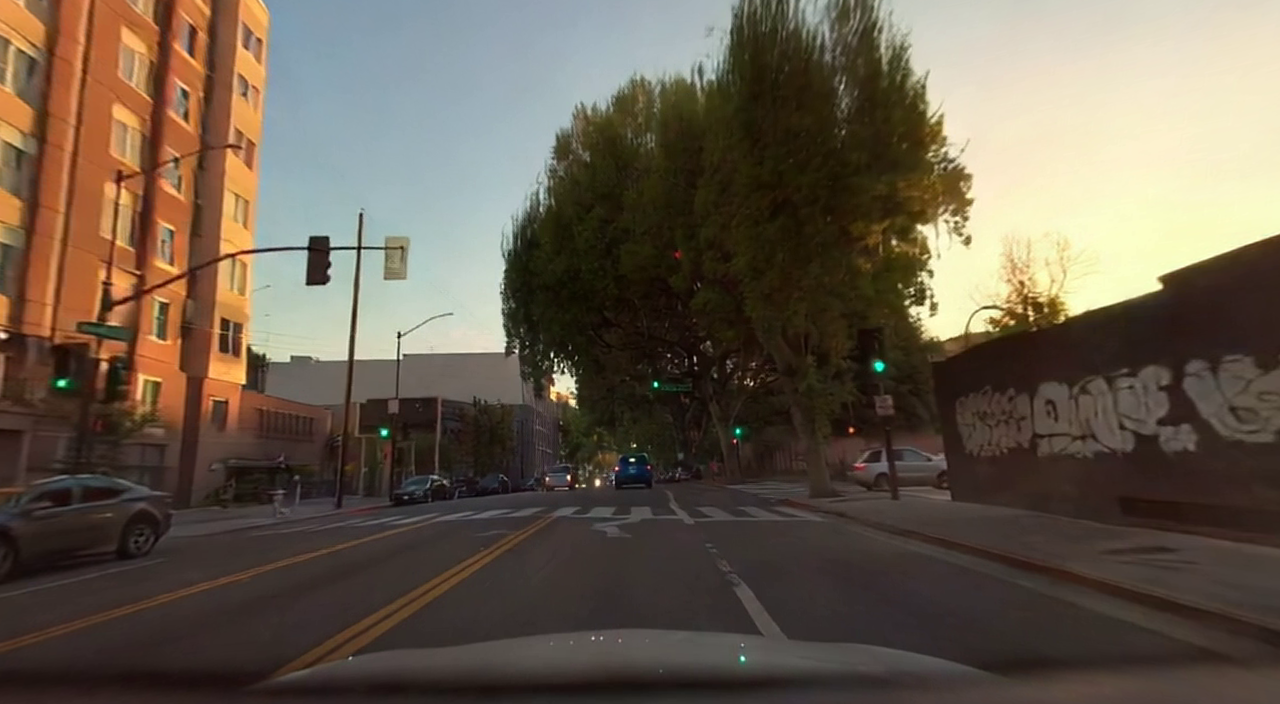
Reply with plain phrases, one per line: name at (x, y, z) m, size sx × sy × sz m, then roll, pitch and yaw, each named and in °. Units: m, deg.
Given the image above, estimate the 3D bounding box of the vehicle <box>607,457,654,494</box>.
vehicle at (-0.431, 6.012, 31.143) m, size 2.166 × 1.579 × 4.300 m, roll 0°, pitch -8°, yaw 0°

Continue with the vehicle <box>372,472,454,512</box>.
vehicle at (-10.359, 6.409, 29.246) m, size 2.070 × 1.476 × 4.508 m, roll 0°, pitch -8°, yaw 1°

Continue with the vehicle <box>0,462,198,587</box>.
vehicle at (-10.669, 3.003, 11.251) m, size 2.199 × 1.717 × 4.888 m, roll -5°, pitch -8°, yaw -1°

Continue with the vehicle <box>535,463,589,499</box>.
vehicle at (-3.885, 6.539, 32.248) m, size 2.095 × 1.447 × 4.202 m, roll -4°, pitch -8°, yaw 0°

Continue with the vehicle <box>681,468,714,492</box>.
vehicle at (4.164, 9.377, 46.460) m, size 1.957 × 1.471 × 4.307 m, roll 0°, pitch -8°, yaw -1°

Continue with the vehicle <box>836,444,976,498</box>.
vehicle at (9.623, 4.229, 22.919) m, size 4.292 × 1.761 × 2.207 m, roll 3°, pitch -9°, yaw -22°

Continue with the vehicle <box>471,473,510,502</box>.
vehicle at (-10.865, 9.861, 46.105) m, size 1.859 × 1.780 × 3.947 m, roll 0°, pitch -8°, yaw 1°
